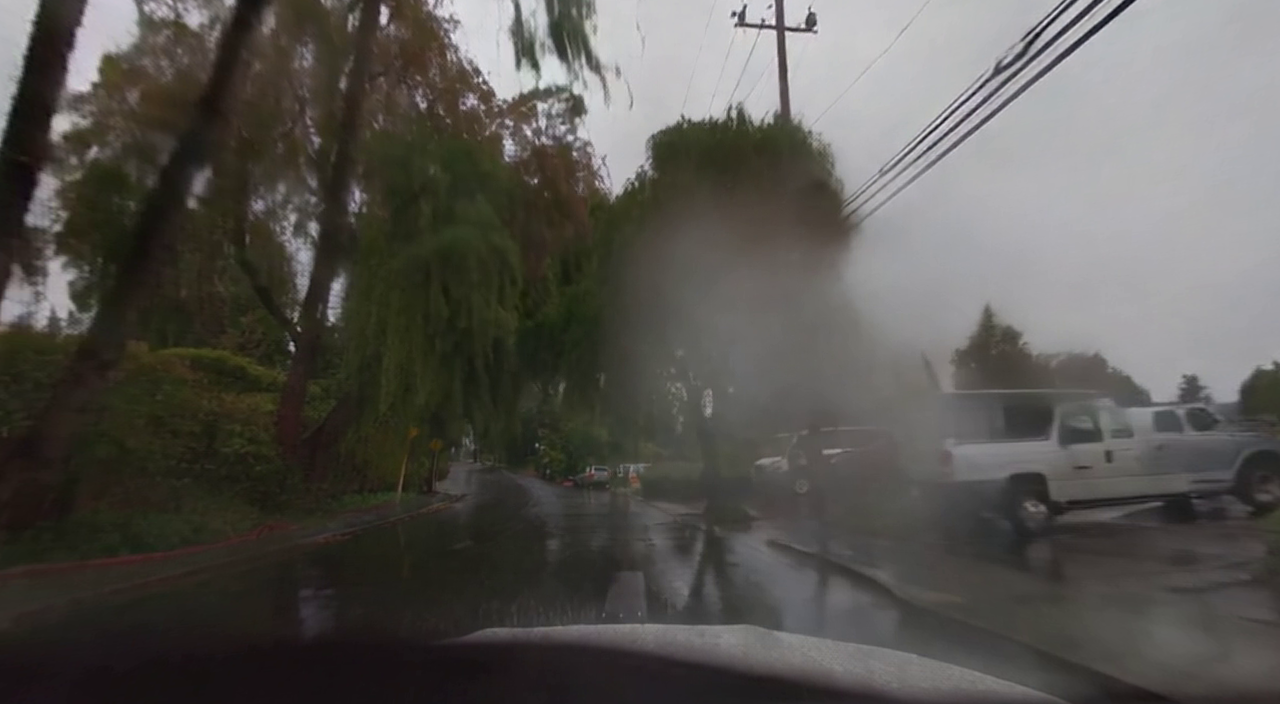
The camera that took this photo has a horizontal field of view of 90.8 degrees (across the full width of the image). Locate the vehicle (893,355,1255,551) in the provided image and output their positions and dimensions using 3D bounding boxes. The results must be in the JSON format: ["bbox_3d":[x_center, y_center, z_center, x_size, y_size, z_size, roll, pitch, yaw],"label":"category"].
[{"bbox_3d":[6.784,1.615,9.823,5.269,2.289,2.446,7,-13,-31],"label":"vehicle"}]

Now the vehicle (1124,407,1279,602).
[{"bbox_3d":[7.011,1.361,6.491,4.156,1.502,1.577,0,-7,-30],"label":"vehicle"}]
